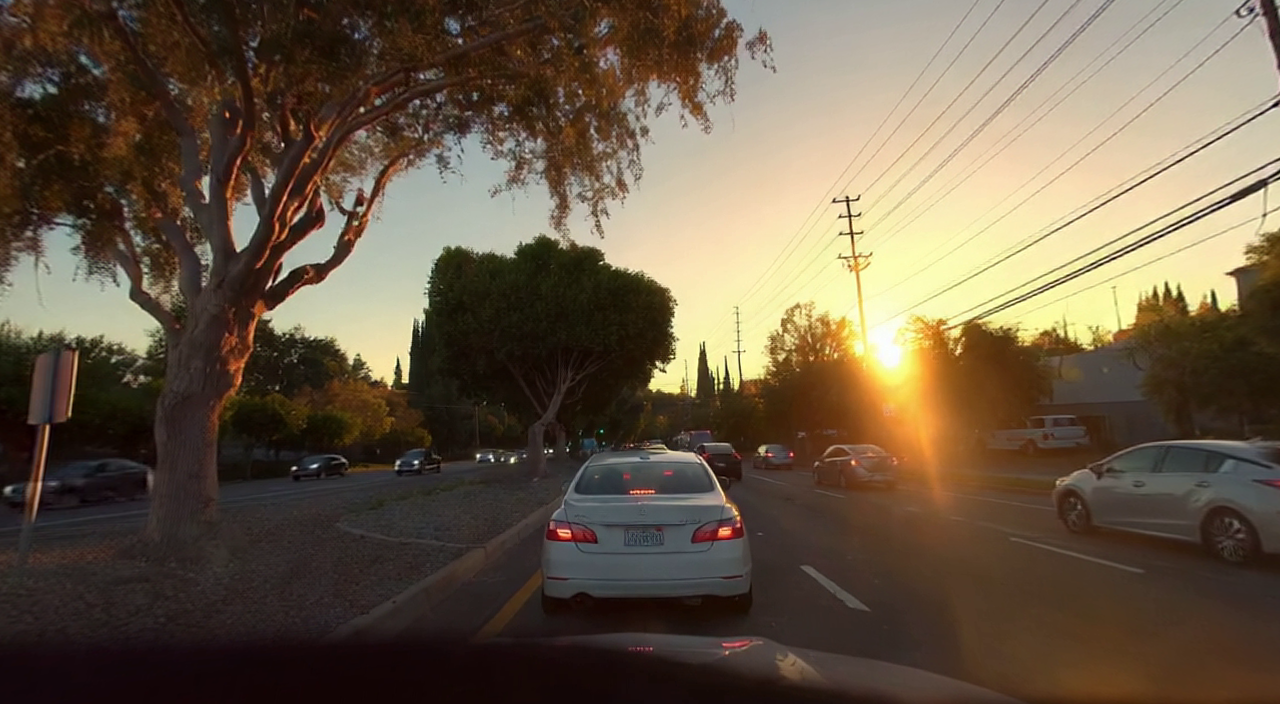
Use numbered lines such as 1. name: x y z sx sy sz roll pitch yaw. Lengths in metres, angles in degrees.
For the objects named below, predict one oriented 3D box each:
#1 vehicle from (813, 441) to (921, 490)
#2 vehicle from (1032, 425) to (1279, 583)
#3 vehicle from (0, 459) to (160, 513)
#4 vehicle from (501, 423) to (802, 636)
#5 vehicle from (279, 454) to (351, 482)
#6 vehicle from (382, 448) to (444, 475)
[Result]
1. vehicle: 7.371 3.704 21.029 1.899 1.458 4.499 0 -8 0
2. vehicle: 6.997 1.662 7.482 1.850 1.480 4.474 0 -8 1
3. vehicle: -18.970 4.401 21.171 1.884 1.466 4.821 0 -8 0
4. vehicle: 0.069 1.542 6.475 2.108 1.479 3.935 0 -8 0
5. vehicle: -19.164 6.851 37.424 1.853 1.489 4.449 0 -8 0
6. vehicle: -15.007 7.240 42.014 2.291 1.682 4.835 0 -8 0
